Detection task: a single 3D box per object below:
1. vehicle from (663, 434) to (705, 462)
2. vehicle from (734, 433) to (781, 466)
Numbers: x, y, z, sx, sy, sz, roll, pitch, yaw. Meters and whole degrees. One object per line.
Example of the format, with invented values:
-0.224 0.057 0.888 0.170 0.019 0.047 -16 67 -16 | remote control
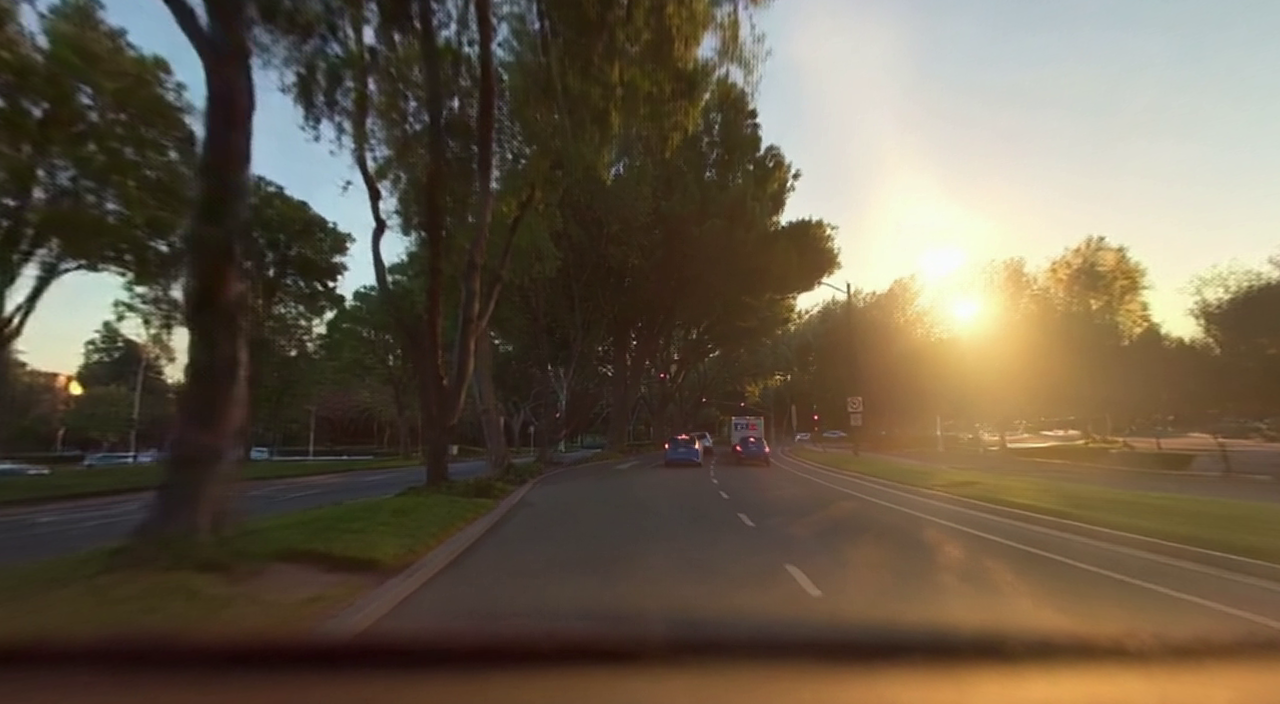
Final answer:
2.506 5.339 35.140 2.066 1.482 4.273 -1 -8 8 | vehicle
5.777 4.844 31.518 1.989 1.497 4.436 -1 -8 6 | vehicle
